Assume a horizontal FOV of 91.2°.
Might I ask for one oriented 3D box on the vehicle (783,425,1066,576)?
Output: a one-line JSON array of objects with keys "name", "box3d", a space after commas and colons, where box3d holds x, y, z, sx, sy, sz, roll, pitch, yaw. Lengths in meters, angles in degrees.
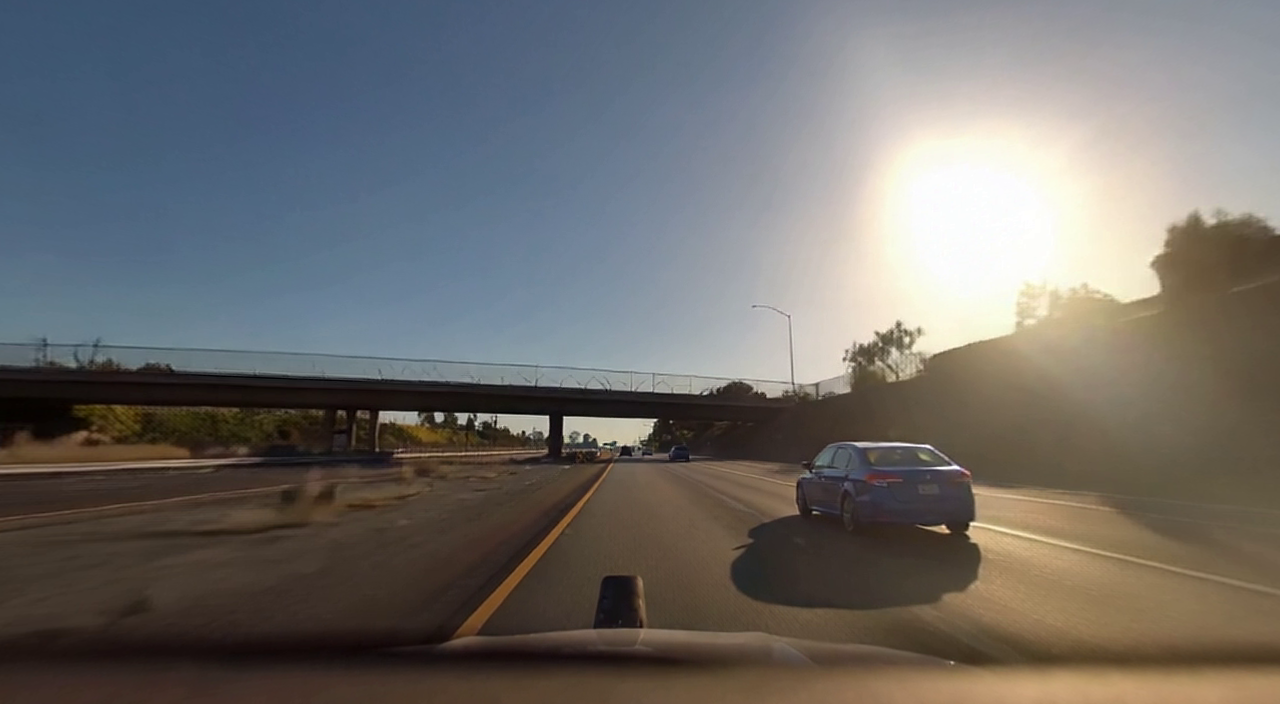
[{"name": "vehicle", "box3d": [3.597, 1.949, 9.021, 2.002, 1.604, 4.265, 0, -9, -1]}]
